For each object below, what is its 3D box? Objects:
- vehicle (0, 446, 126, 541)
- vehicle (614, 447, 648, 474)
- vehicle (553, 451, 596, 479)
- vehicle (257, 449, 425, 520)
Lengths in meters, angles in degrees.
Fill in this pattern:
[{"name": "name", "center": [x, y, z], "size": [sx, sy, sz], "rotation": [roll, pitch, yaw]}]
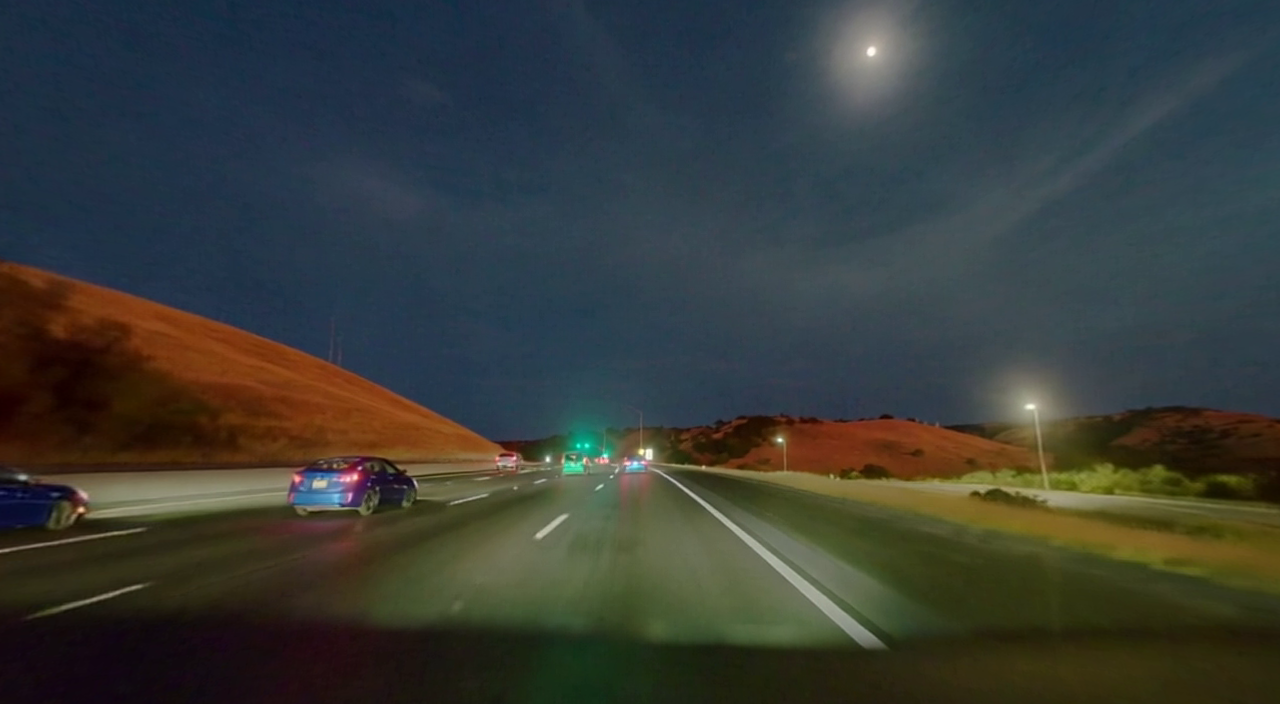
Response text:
[{"name": "vehicle", "center": [-11.190, 2.240, 9.916], "size": [2.048, 1.501, 4.898], "rotation": [0, -8, 1]}, {"name": "vehicle", "center": [-0.653, 7.351, 42.977], "size": [2.225, 1.674, 4.044], "rotation": [0, -8, -2]}, {"name": "vehicle", "center": [-3.883, 6.740, 38.005], "size": [2.144, 1.505, 4.649], "rotation": [0, -8, -1]}, {"name": "vehicle", "center": [-7.103, 3.163, 15.614], "size": [1.991, 1.441, 4.265], "rotation": [0, -8, 1]}]
